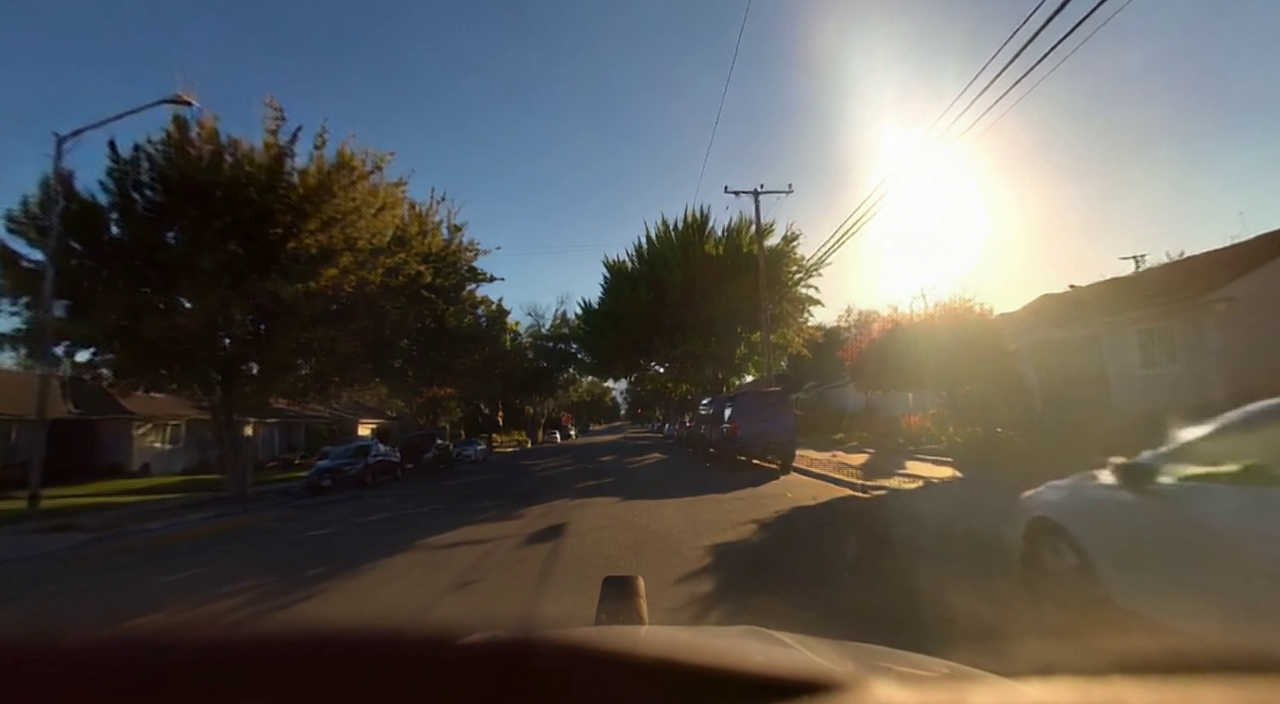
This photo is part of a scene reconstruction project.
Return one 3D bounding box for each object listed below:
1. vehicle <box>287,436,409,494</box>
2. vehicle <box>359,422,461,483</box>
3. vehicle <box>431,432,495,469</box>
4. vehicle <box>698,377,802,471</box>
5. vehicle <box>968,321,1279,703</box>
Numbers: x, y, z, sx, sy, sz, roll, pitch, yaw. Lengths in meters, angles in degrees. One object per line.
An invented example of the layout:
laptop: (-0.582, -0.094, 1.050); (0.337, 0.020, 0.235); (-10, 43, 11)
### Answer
vehicle: (-8.398, 3.252, 18.614); (1.821, 1.476, 4.060); (0, -8, -3)
vehicle: (-8.600, 3.750, 24.115); (2.163, 1.841, 4.679); (-6, -7, -2)
vehicle: (-8.399, 4.655, 30.261); (1.839, 1.384, 4.124); (-7, -7, -2)
vehicle: (3.060, 2.146, 18.493); (2.233, 2.453, 3.787); (0, -8, -1)
vehicle: (3.548, 0.677, 2.129); (2.079, 1.681, 4.933); (0, -8, -2)
